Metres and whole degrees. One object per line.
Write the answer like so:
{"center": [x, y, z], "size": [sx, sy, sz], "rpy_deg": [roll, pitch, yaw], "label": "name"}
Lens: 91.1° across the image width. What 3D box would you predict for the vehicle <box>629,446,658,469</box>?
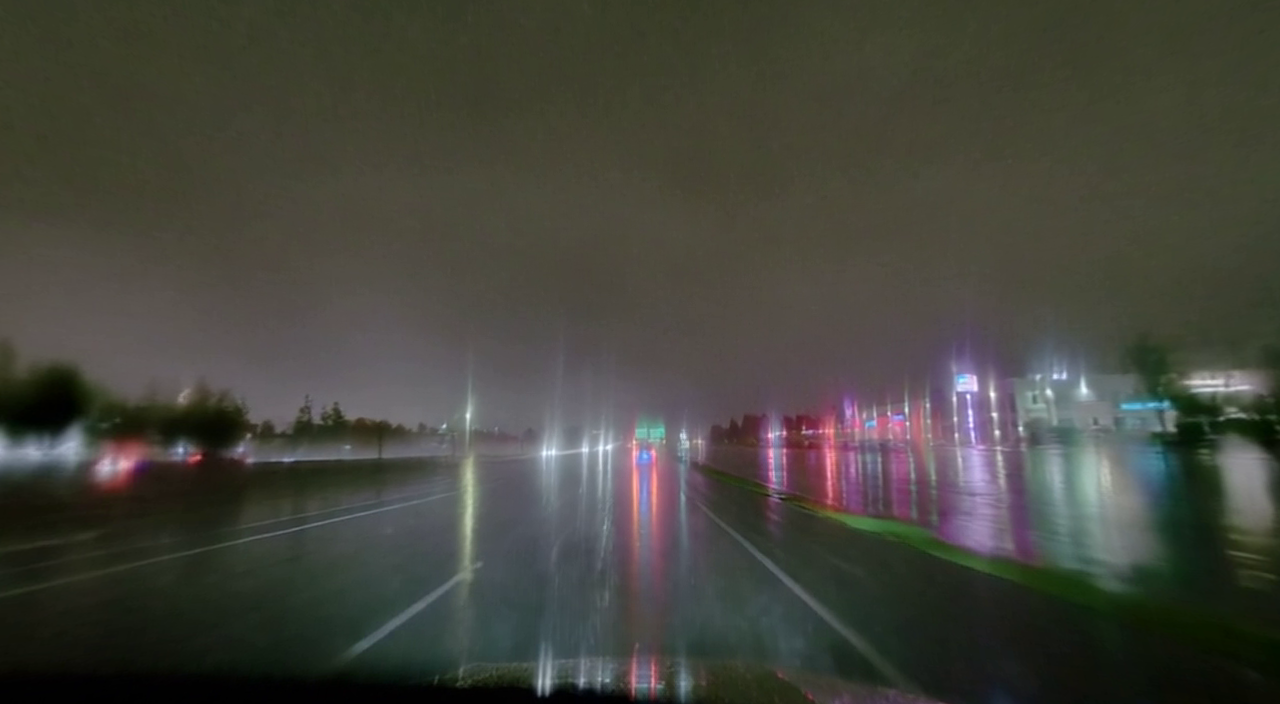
{"center": [0.247, 7.548, 45.082], "size": [2.014, 1.507, 3.960], "rpy_deg": [0, -9, 0], "label": "vehicle"}
